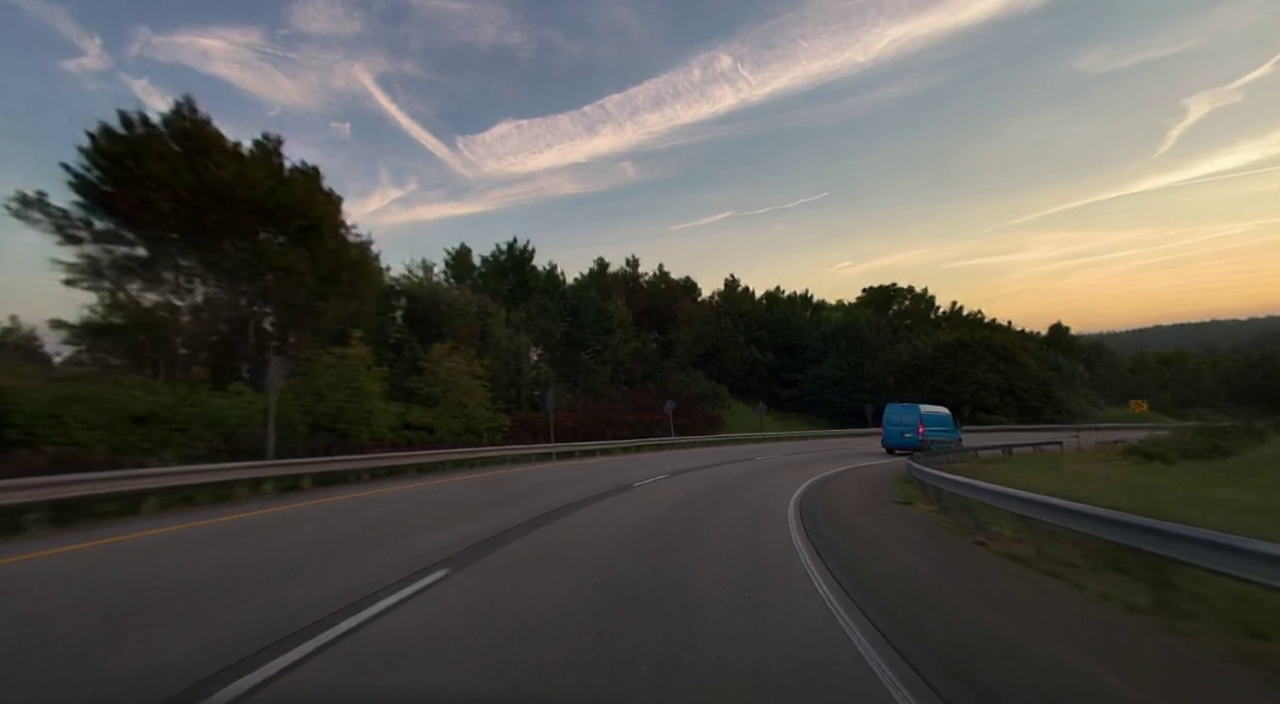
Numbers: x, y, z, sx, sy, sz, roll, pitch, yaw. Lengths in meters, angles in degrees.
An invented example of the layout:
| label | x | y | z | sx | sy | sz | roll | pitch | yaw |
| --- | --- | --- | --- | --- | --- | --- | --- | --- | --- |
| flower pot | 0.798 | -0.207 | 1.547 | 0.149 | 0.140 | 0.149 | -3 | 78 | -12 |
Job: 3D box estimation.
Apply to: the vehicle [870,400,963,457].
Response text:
| label | x | y | z | sx | sy | sz | roll | pitch | yaw |
| --- | --- | --- | --- | --- | --- | --- | --- | --- | --- |
| vehicle | 13.806 | 3.842 | 31.296 | 2.352 | 2.577 | 5.330 | -7 | -11 | 44 |
